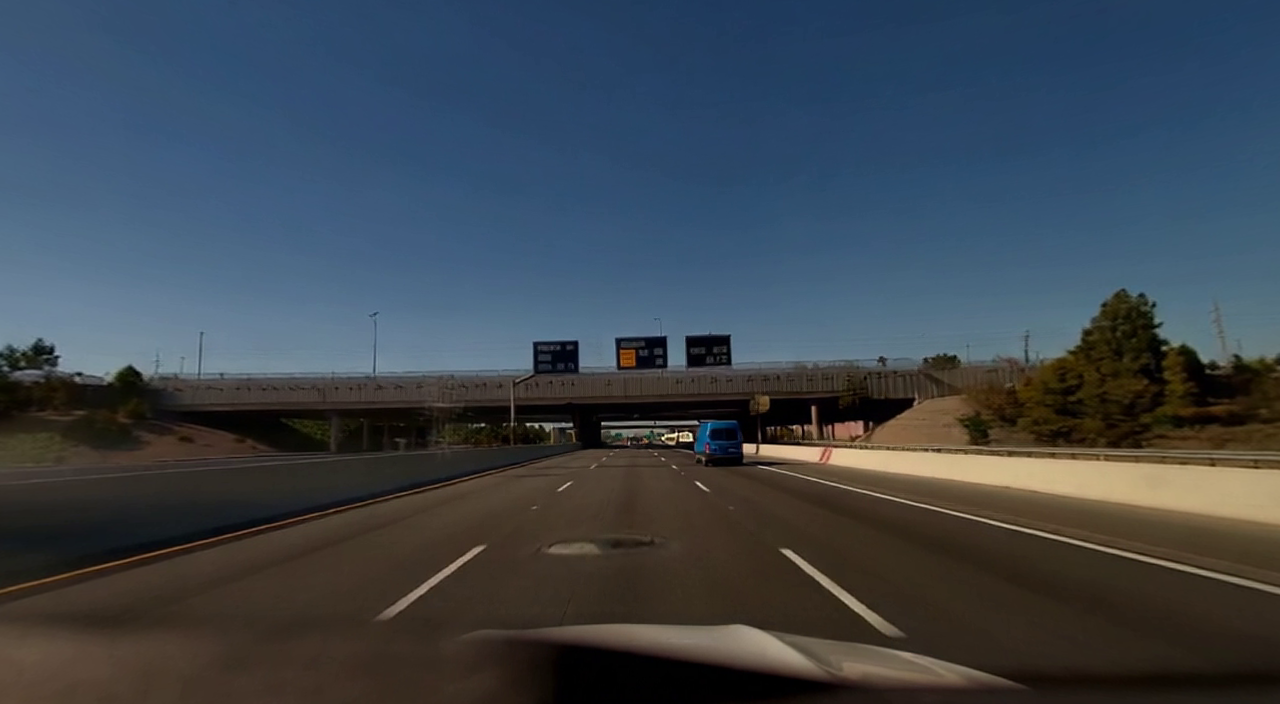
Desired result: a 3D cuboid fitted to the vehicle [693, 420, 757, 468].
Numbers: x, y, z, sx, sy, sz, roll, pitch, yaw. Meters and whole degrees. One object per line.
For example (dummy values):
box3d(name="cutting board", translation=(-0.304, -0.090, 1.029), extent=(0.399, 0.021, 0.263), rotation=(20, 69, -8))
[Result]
box3d(name="vehicle", translation=(3.792, 4.226, 29.026), extent=(2.161, 2.002, 4.631), rotation=(0, -8, -2))
